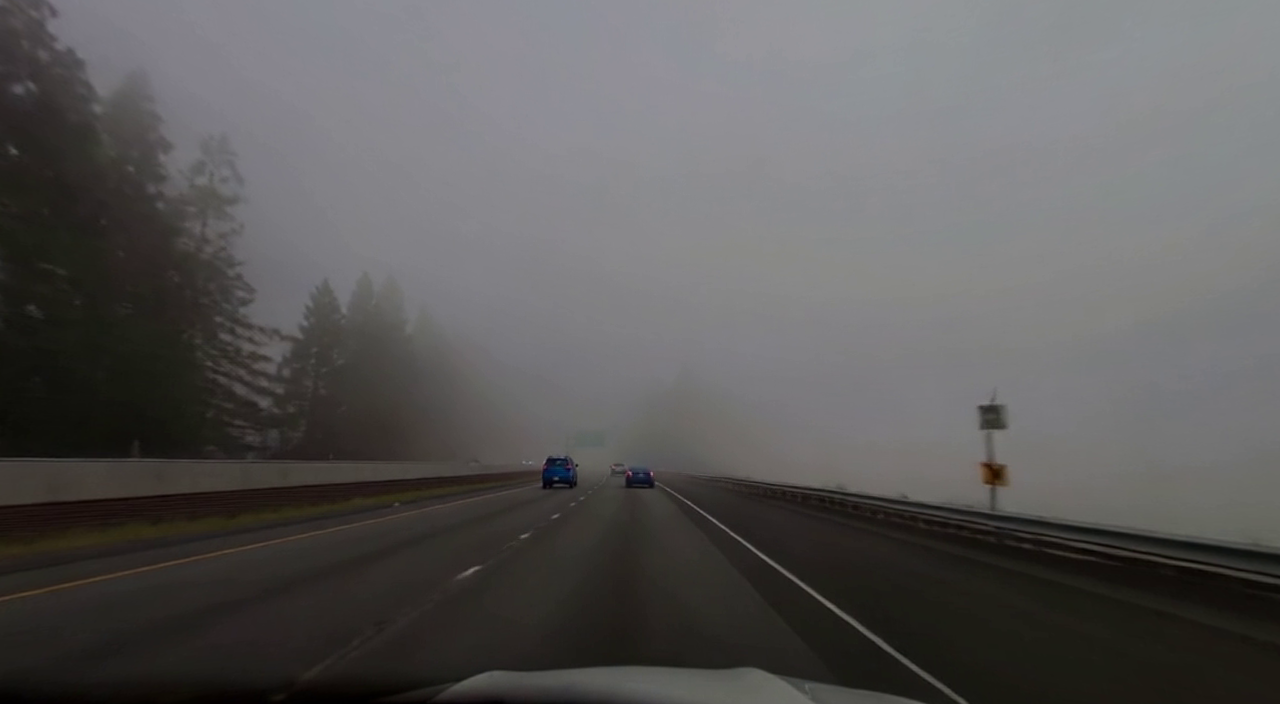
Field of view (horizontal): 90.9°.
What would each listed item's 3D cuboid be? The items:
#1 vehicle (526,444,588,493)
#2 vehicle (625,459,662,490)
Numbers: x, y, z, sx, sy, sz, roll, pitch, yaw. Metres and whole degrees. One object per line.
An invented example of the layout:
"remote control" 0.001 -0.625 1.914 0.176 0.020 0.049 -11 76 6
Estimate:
"vehicle" -3.873 5.551 30.200 2.237 2.113 4.815 0 -10 0
"vehicle" 0.141 6.761 34.922 1.905 1.559 3.491 1 -10 -2
